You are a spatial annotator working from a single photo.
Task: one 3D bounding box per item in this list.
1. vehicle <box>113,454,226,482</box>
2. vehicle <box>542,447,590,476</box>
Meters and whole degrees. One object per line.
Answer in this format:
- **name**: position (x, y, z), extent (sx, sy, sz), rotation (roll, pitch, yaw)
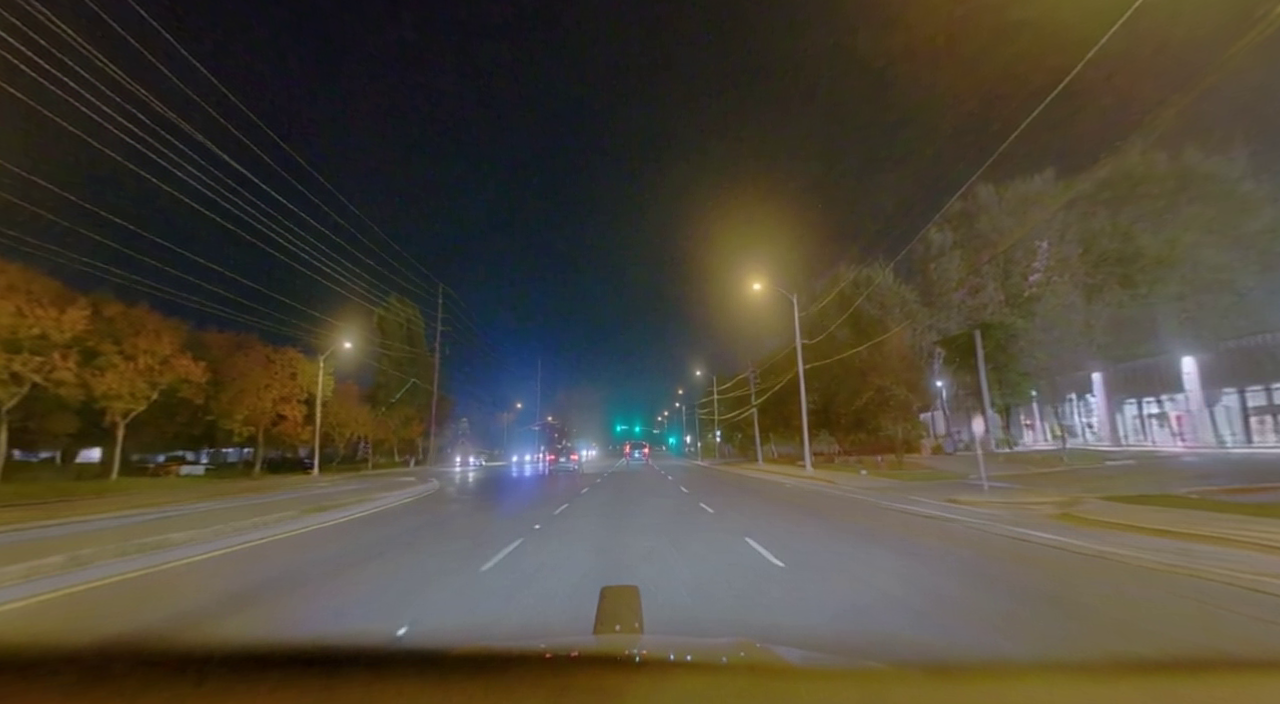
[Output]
- **vehicle**: position (-33.918, 8.336, 45.501), extent (6.134, 1.918, 2.296), rotation (1, -9, -4)
- **vehicle**: position (-3.881, 5.813, 33.721), extent (2.076, 1.444, 4.328), rotation (0, -9, 0)
